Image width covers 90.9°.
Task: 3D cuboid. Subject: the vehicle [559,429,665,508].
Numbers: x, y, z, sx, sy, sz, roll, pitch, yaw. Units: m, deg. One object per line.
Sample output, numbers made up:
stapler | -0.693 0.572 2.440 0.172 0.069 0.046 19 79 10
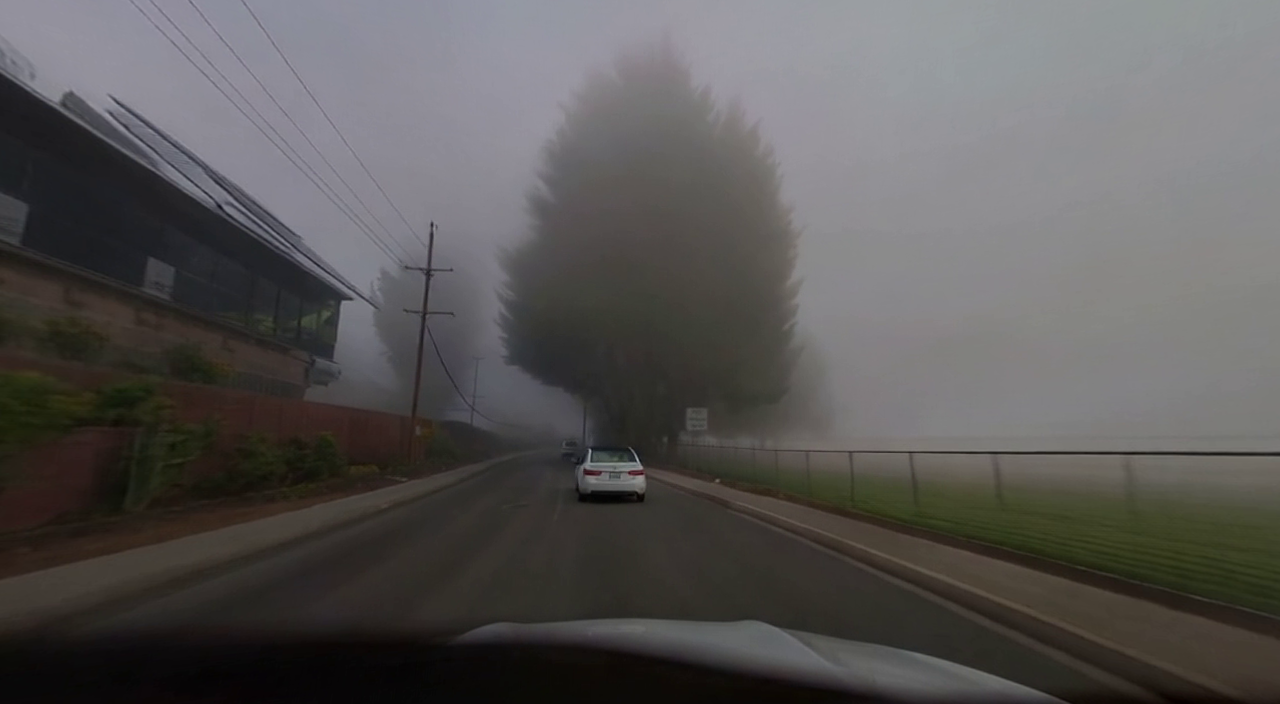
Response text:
vehicle | -0.739 2.553 14.285 2.060 1.487 3.920 0 -8 -6
